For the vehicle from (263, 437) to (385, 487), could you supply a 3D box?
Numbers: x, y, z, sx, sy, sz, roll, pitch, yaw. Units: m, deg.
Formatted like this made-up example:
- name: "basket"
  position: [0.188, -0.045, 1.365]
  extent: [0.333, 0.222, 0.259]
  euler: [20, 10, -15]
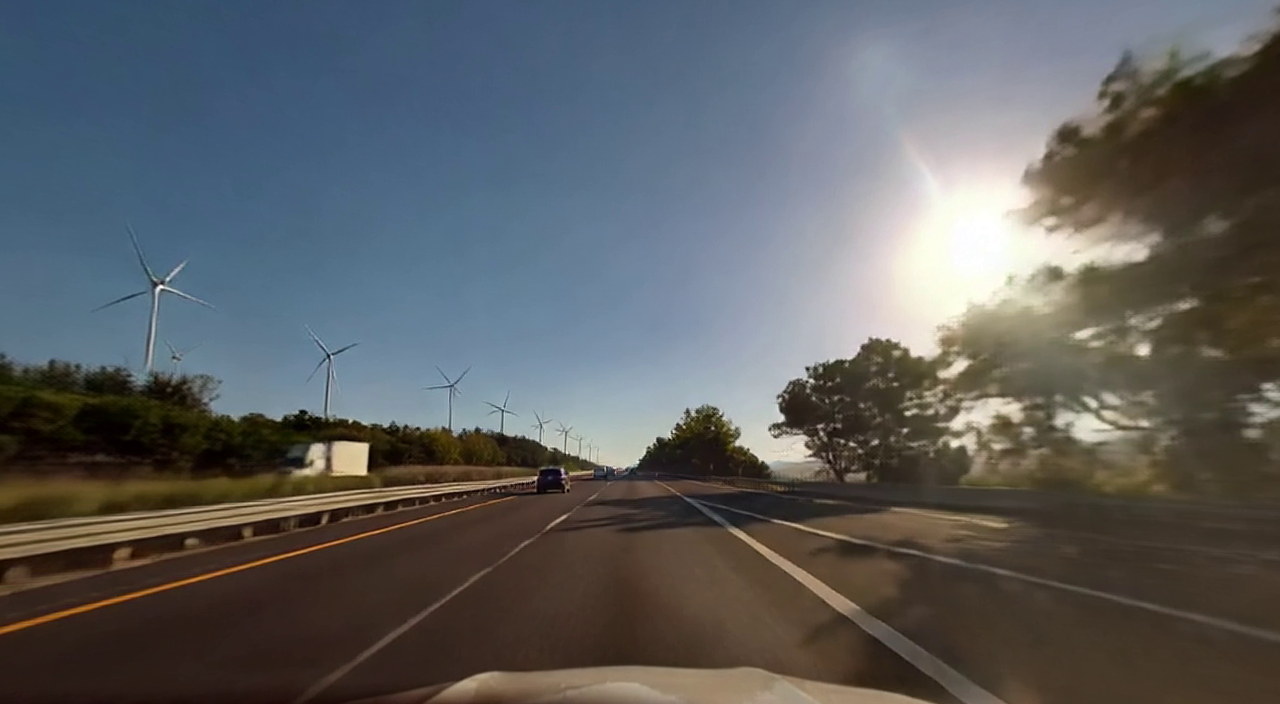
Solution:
- name: "vehicle"
  position: [-16.916, 6.060, 34.403]
  extent: [2.631, 2.373, 7.899]
  euler: [1, -11, -1]

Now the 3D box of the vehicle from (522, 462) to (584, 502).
- name: "vehicle"
  position: [-3.564, 5.394, 26.354]
  extent: [2.001, 1.486, 4.104]
  euler: [1, -11, 0]
